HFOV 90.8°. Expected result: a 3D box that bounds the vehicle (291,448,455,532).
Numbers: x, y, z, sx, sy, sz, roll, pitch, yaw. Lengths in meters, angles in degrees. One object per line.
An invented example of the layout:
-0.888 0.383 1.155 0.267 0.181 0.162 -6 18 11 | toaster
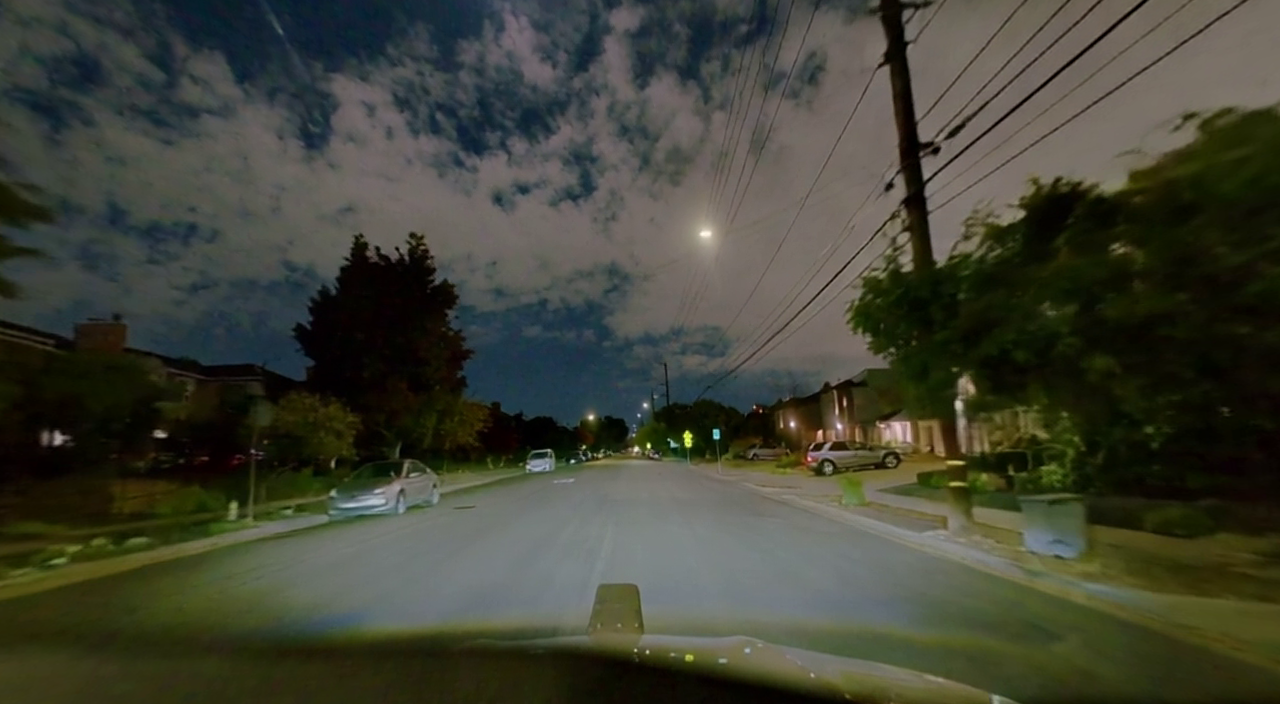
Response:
-6.203 3.195 15.365 2.022 1.550 4.669 -4 -9 -1 | vehicle

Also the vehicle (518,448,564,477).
-6.477 7.242 41.724 2.162 1.757 5.201 -2 -9 0 | vehicle

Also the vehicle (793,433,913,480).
10.040 4.938 30.029 4.822 1.864 2.100 -2 -8 -5 | vehicle

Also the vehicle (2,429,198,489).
-17.180 3.424 20.377 4.123 1.787 2.194 2 -9 -10 | vehicle
